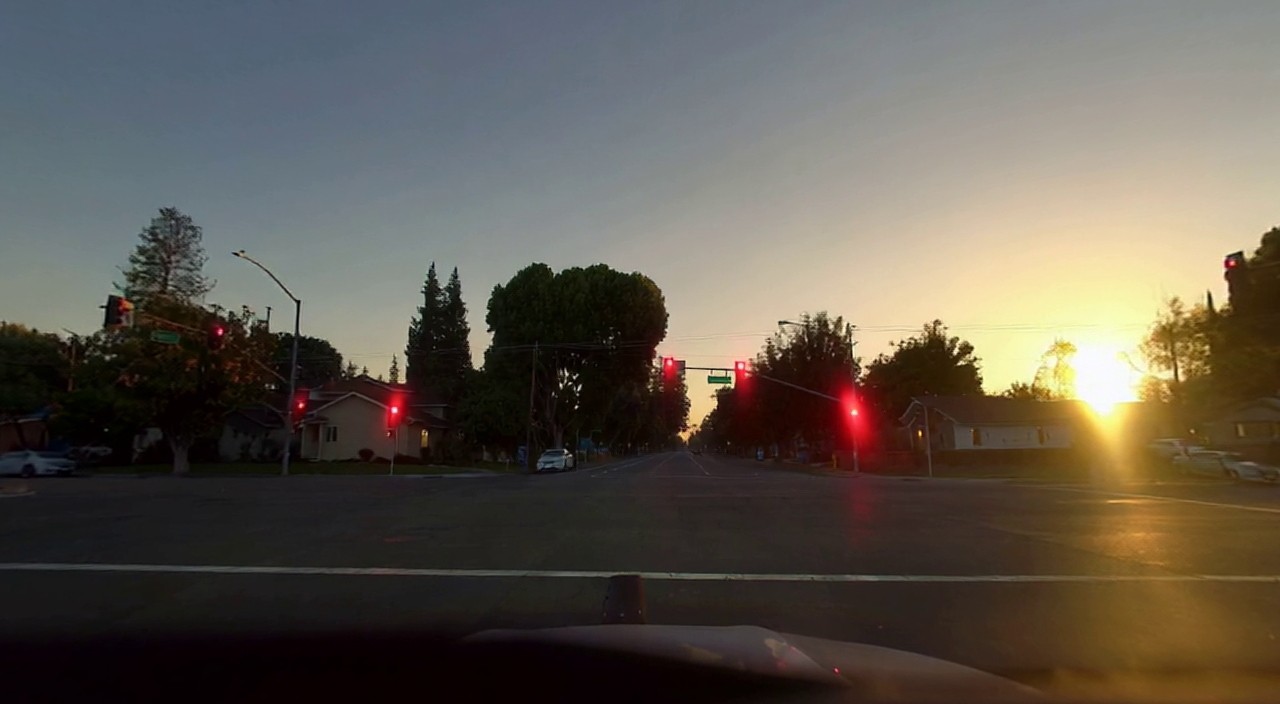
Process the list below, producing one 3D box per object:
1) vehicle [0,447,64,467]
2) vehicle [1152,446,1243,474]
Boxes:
[{"bbox_3d":[-44.280,7.522,45.396,3.949,1.422,1.744,0,-9,1],"label":"vehicle"},{"bbox_3d":[36.783,7.097,41.870,1.853,1.723,4.460,0,-9,-1],"label":"vehicle"}]
